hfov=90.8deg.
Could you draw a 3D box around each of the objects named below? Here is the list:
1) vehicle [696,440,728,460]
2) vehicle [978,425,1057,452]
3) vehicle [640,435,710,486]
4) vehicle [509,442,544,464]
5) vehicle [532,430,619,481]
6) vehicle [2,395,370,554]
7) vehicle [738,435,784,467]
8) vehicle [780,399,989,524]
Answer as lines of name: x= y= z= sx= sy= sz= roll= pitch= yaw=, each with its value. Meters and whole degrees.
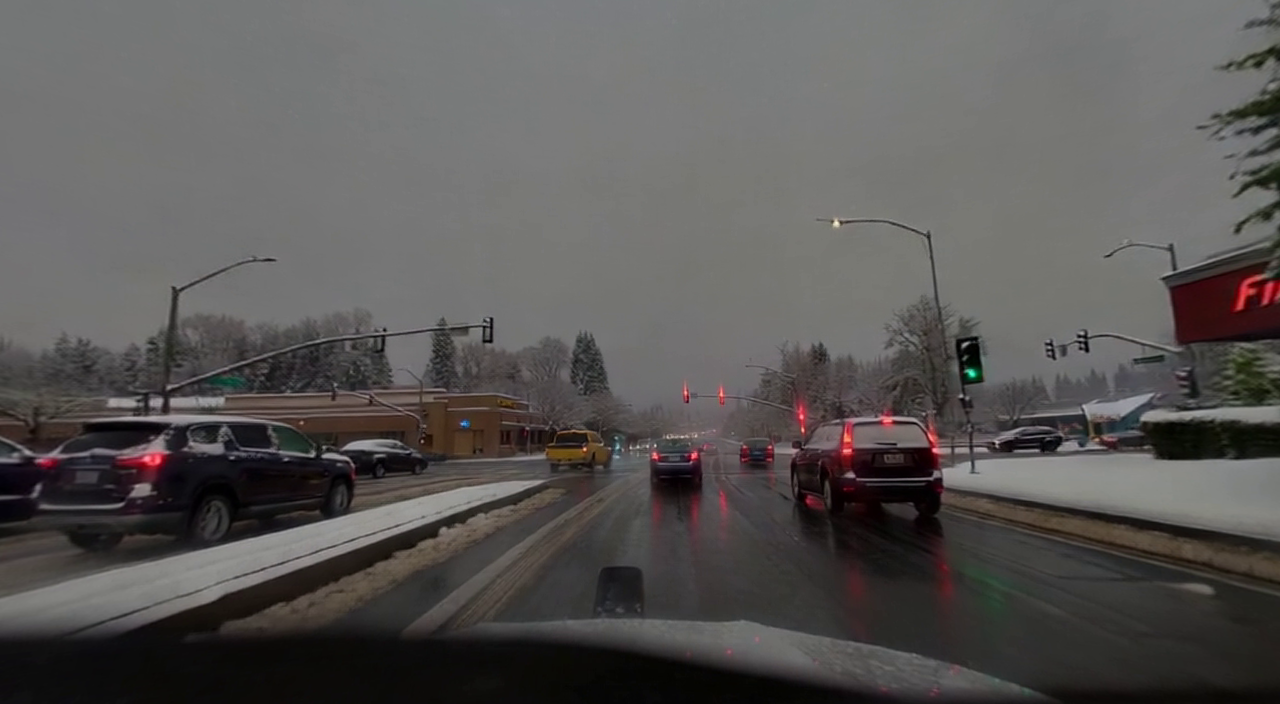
vehicle: x=5.347 y=7.183 z=46.371 sx=1.956 sy=1.369 sz=3.686 roll=-2 pitch=-9 yaw=12
vehicle: x=28.227 y=6.518 z=47.425 sx=4.557 sy=1.848 sz=2.008 roll=-3 pitch=-9 yaw=12
vehicle: x=1.186 y=3.505 z=20.643 sx=2.057 sy=1.492 sz=3.825 roll=-1 pitch=-8 yaw=5
vehicle: x=-7.949 y=7.115 z=44.713 sx=1.918 sy=1.443 sz=4.612 roll=0 pitch=-8 yaw=-4
vehicle: x=-2.337 y=3.926 z=24.296 sx=2.088 sy=1.746 sz=4.650 roll=-2 pitch=-8 yaw=10
vehicle: x=-6.479 y=1.811 z=9.966 sx=2.127 sy=1.888 sz=4.637 roll=-1 pitch=-8 yaw=4
vehicle: x=6.204 y=5.109 z=32.722 sx=2.149 sy=1.532 sz=4.168 roll=-2 pitch=-8 yaw=9
vehicle: x=4.386 y=2.093 z=12.508 sx=2.267 sy=1.931 sz=5.145 roll=-1 pitch=-8 yaw=3
